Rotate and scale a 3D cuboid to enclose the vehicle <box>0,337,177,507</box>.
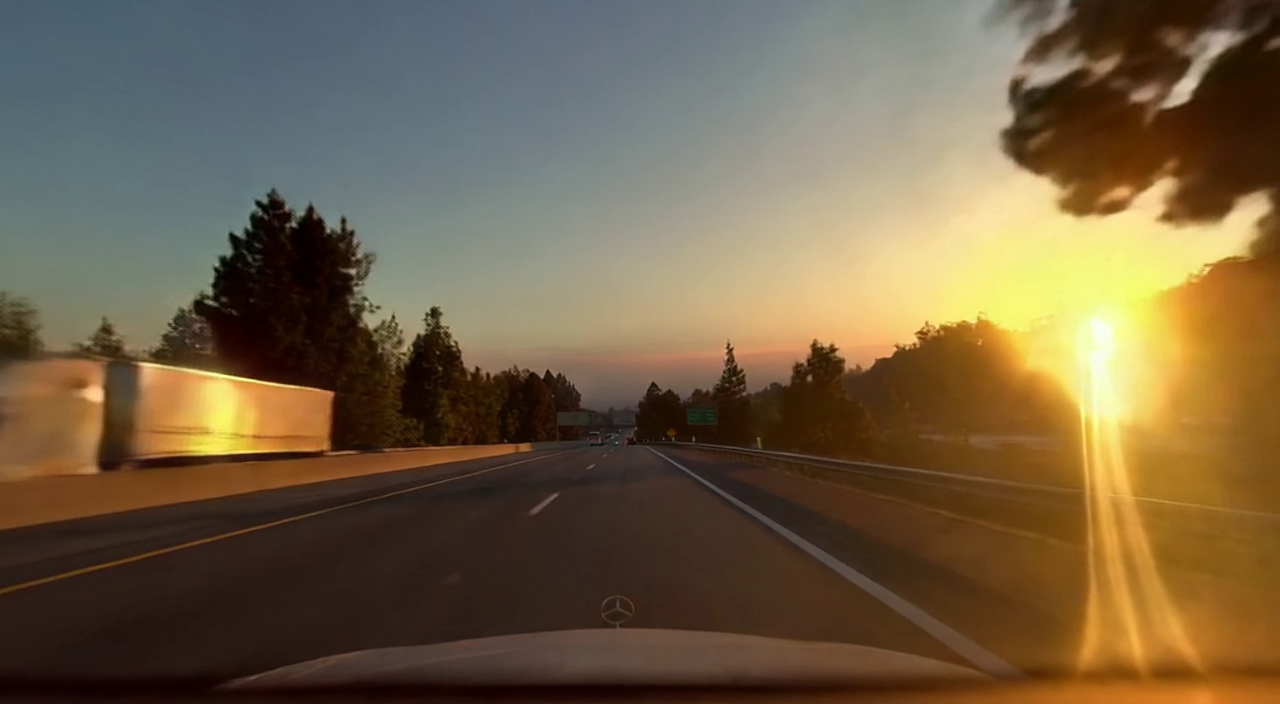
[{"bbox_3d":[-16.559,1.968,17.235,3.172,3.915,5.914,0,-8,-1],"label":"vehicle"}]
